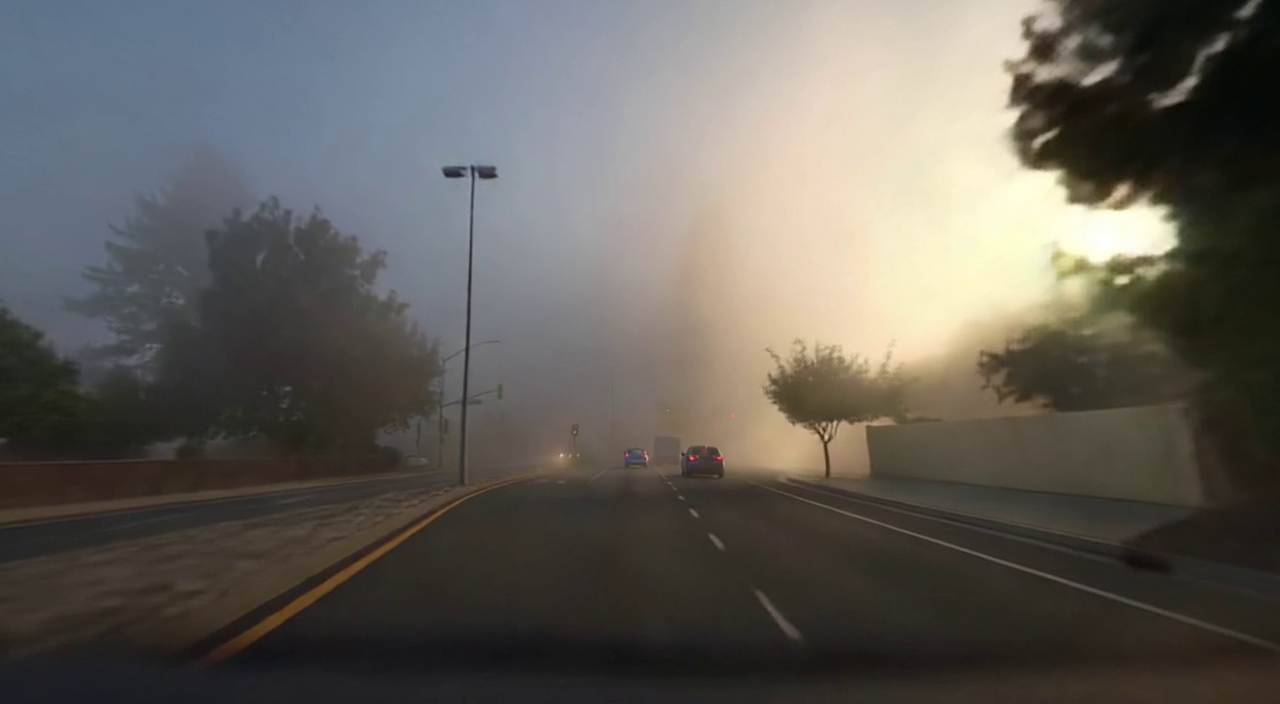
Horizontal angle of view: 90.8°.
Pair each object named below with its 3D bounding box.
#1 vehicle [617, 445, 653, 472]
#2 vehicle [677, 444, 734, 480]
[{"bbox_3d":[-0.273,6.266,37.429,2.018,1.511,3.993,0,-8,0],"label":"vehicle"},{"bbox_3d":[2.867,4.950,28.700,2.057,1.496,4.401,0,-8,-1],"label":"vehicle"}]
